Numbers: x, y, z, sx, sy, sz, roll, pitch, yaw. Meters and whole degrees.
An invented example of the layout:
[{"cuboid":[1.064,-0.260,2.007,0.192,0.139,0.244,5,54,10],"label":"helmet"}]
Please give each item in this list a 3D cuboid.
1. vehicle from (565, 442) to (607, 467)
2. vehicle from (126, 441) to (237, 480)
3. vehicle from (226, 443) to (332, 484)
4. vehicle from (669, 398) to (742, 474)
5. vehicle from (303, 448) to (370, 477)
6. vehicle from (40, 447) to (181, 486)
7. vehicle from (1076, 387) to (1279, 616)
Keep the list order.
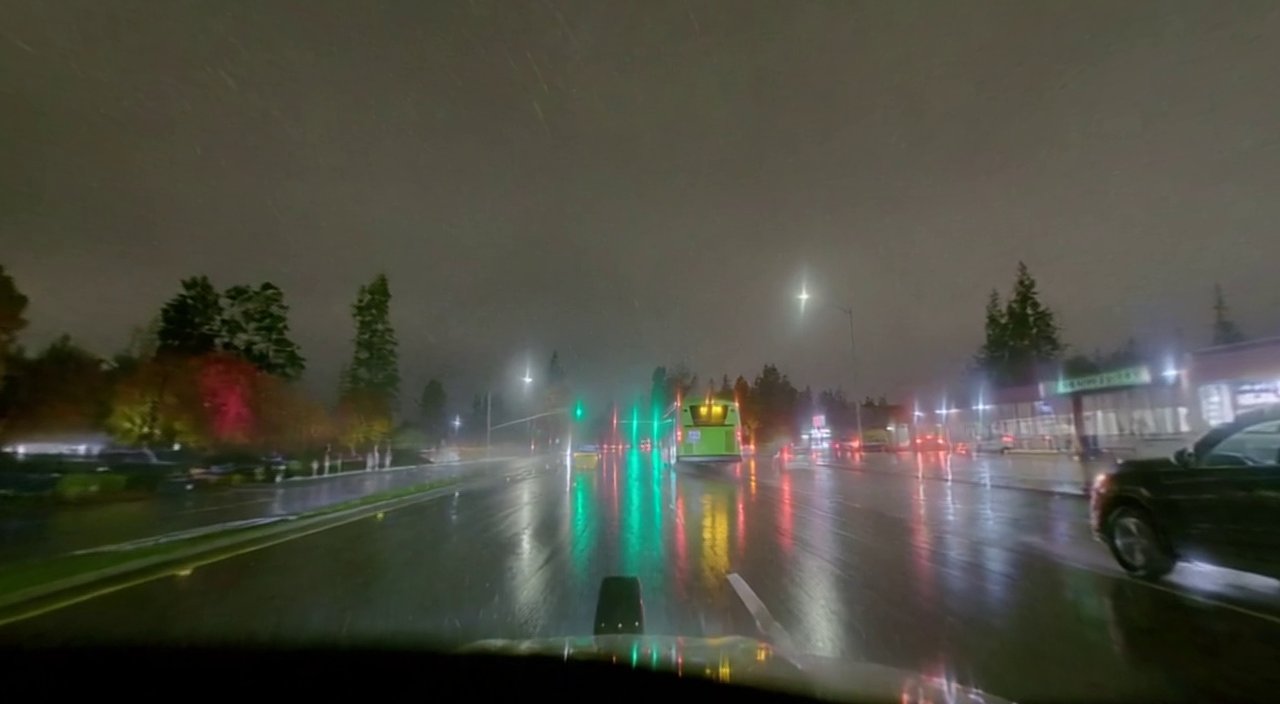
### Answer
[{"cuboid":[-3.290,6.312,38.916,2.211,1.416,4.179,0,-8,0],"label":"vehicle"},{"cuboid":[-25.084,5.947,34.575,4.425,2.063,1.988,0,-8,-3],"label":"vehicle"},{"cuboid":[-19.135,5.916,33.829,2.123,1.905,5.972,-2,-9,1],"label":"vehicle"},{"cuboid":[3.082,4.340,32.219,2.766,3.306,9.281,0,-8,0],"label":"vehicle"},{"cuboid":[-18.915,6.868,39.459,1.918,1.705,4.573,0,-8,1],"label":"vehicle"},{"cuboid":[-24.925,5.397,29.755,4.724,1.734,2.076,0,-8,1],"label":"vehicle"},{"cuboid":[6.018,1.133,4.705,2.129,1.754,4.668,0,-8,0],"label":"vehicle"}]
